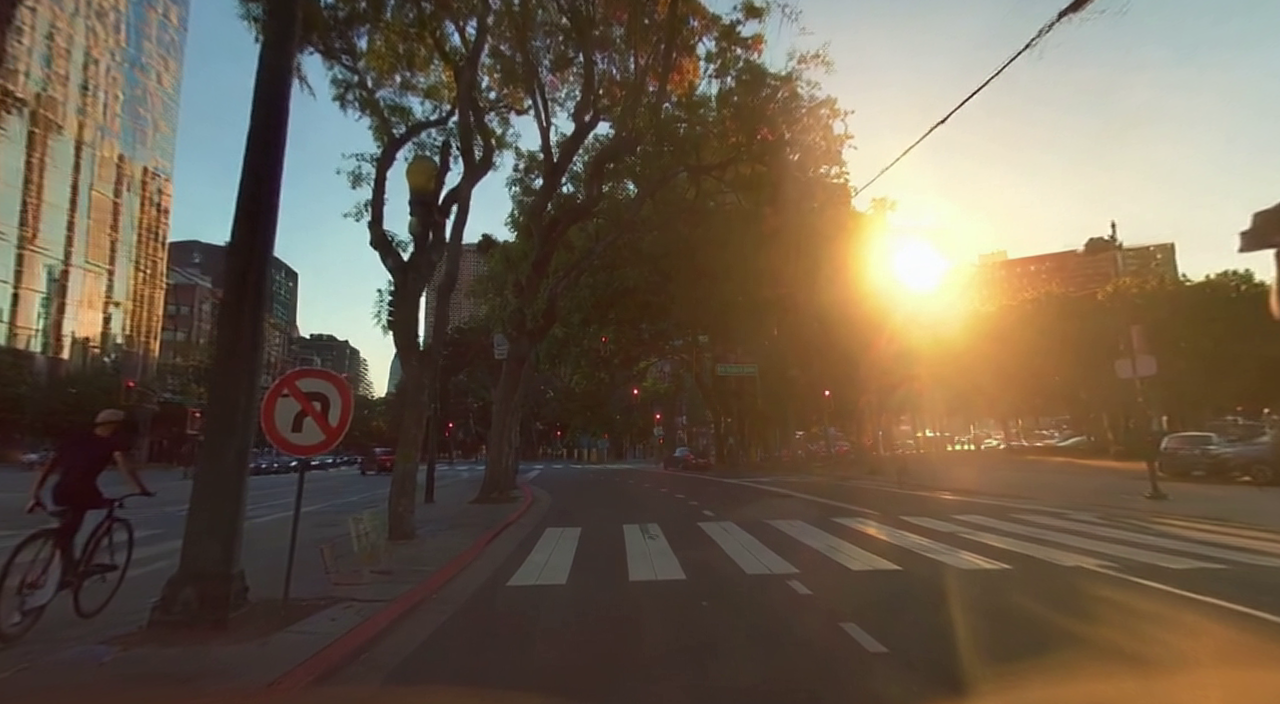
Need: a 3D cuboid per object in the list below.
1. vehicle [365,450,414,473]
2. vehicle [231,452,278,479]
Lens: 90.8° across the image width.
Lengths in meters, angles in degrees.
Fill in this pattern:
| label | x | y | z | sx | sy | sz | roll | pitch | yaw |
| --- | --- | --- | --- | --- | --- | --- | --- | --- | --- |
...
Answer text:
| label | x | y | z | sx | sy | sz | roll | pitch | yaw |
| --- | --- | --- | --- | --- | --- | --- | --- | --- | --- |
| vehicle | -18.343 | 7.993 | 46.149 | 2.123 | 1.544 | 4.158 | 7 | -11 | -39 |
| vehicle | -28.804 | 8.398 | 47.116 | 2.199 | 1.838 | 4.222 | 6 | -11 | -40 |
